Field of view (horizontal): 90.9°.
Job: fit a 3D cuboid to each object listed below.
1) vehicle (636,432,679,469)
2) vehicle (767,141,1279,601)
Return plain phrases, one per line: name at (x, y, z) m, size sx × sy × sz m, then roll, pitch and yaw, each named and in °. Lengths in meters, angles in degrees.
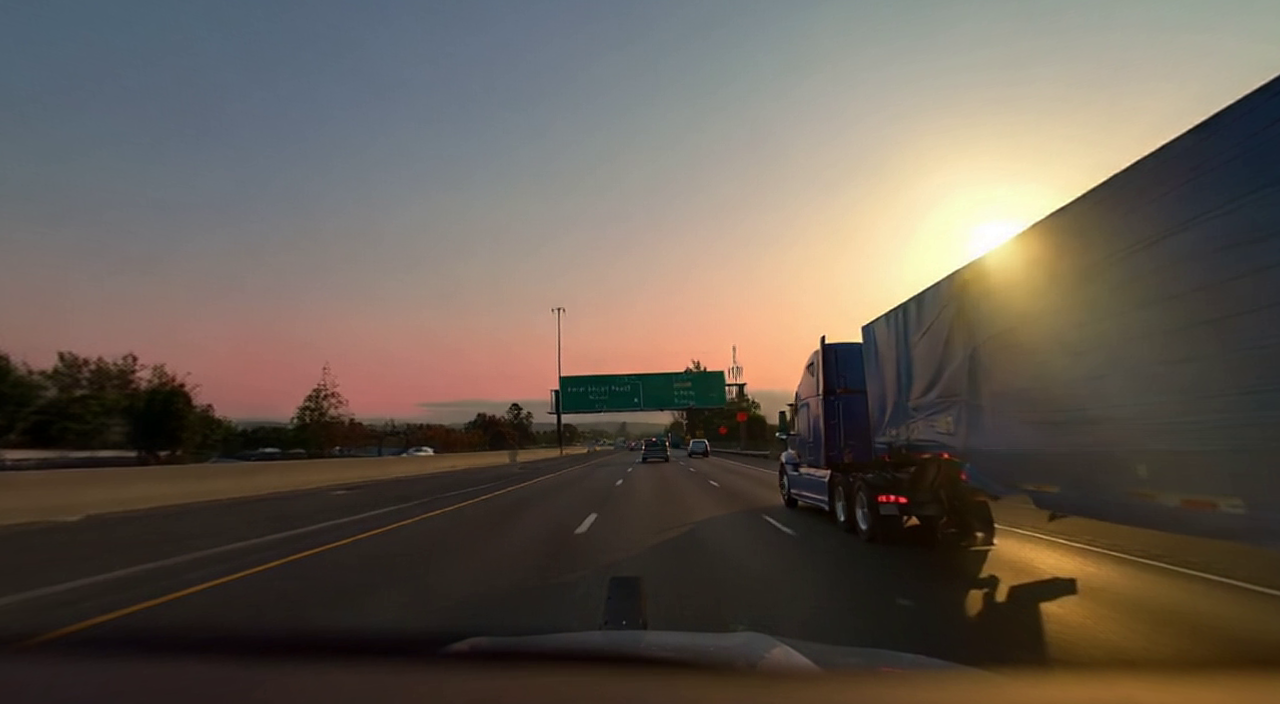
vehicle at (0.931, 5.393, 34.637) m, size 2.205 × 1.860 × 4.301 m, roll -1°, pitch -8°, yaw 1°
vehicle at (4.323, 0.696, 9.755) m, size 3.030 × 3.985 × 8.655 m, roll -1°, pitch -8°, yaw 1°
